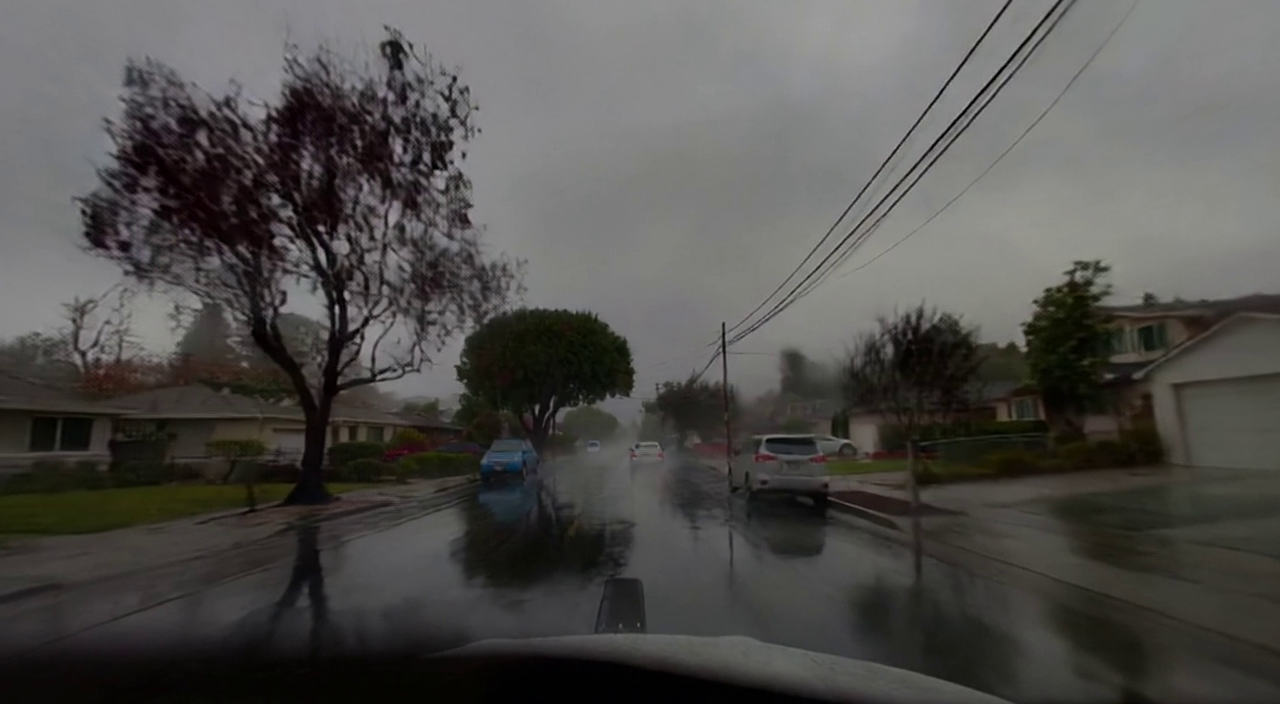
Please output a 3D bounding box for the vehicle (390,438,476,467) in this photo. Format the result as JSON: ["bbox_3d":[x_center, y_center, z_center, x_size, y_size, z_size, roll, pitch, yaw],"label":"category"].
[{"bbox_3d":[-13.166,6.442,40.427,4.765,1.791,1.941,0,-9,-1],"label":"vehicle"}]

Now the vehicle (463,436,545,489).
[{"bbox_3d":[-5.355,4.377,25.549,2.126,1.816,4.796,-3,-8,1],"label":"vehicle"}]

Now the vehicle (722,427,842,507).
[{"bbox_3d":[3.330,2.794,15.794,1.978,1.690,4.306,0,-8,0],"label":"vehicle"}]

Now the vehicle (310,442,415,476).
[{"bbox_3d":[-13.121,5.070,30.026,4.129,1.523,1.839,0,-9,2],"label":"vehicle"}]

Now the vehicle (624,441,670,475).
[{"bbox_3d":[0.307,4.870,29.348,2.000,1.449,4.006,0,-8,0],"label":"vehicle"}]
